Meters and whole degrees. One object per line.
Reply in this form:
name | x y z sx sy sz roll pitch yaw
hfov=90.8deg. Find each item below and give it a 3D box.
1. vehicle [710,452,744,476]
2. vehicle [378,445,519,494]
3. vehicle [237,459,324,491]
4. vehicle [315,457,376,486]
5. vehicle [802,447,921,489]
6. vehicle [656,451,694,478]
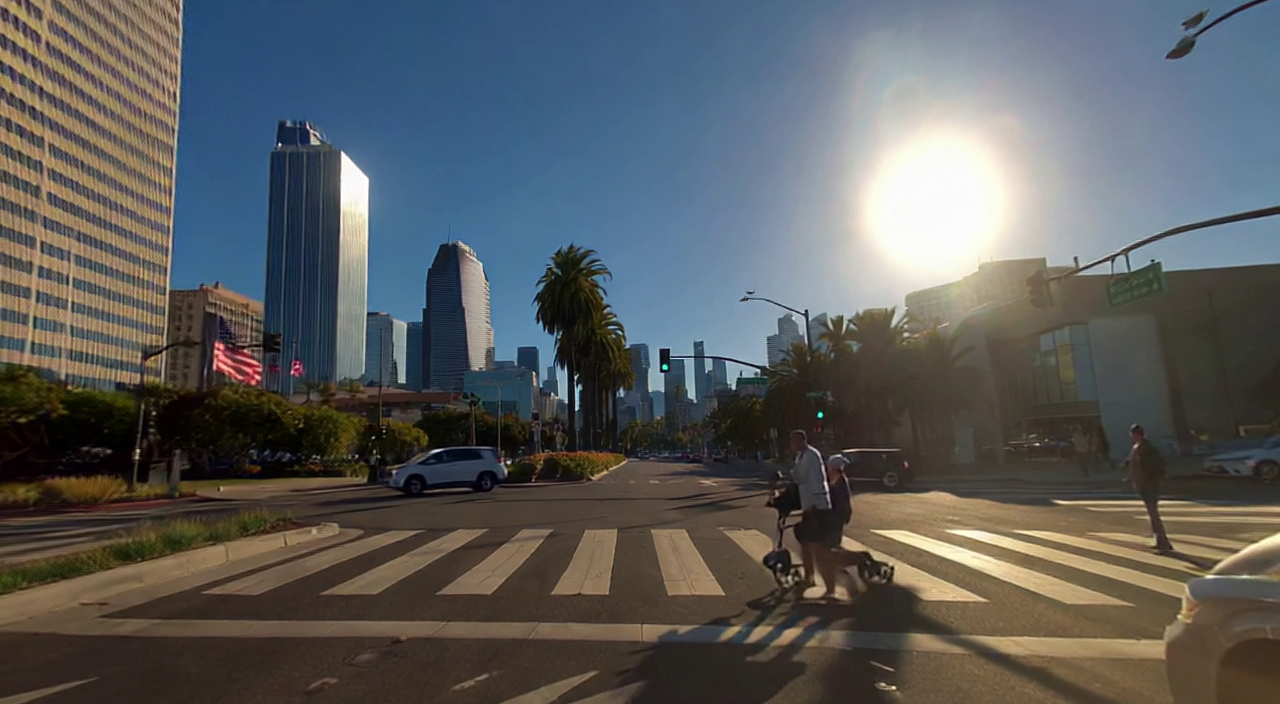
vehicle | 6.517 8.436 47.804 2.176 1.690 4.138 -1 -8 3
vehicle | -6.584 4.091 22.243 4.499 1.594 1.898 1 -9 -10
vehicle | -19.967 6.854 35.413 2.069 1.540 4.774 0 -8 0
vehicle | -20.114 8.144 43.374 2.043 1.745 4.420 0 -8 0
vehicle | 8.859 4.596 25.314 4.273 1.525 2.000 -4 -9 22
vehicle | 2.502 8.222 46.523 2.325 1.810 4.827 0 -8 -2
